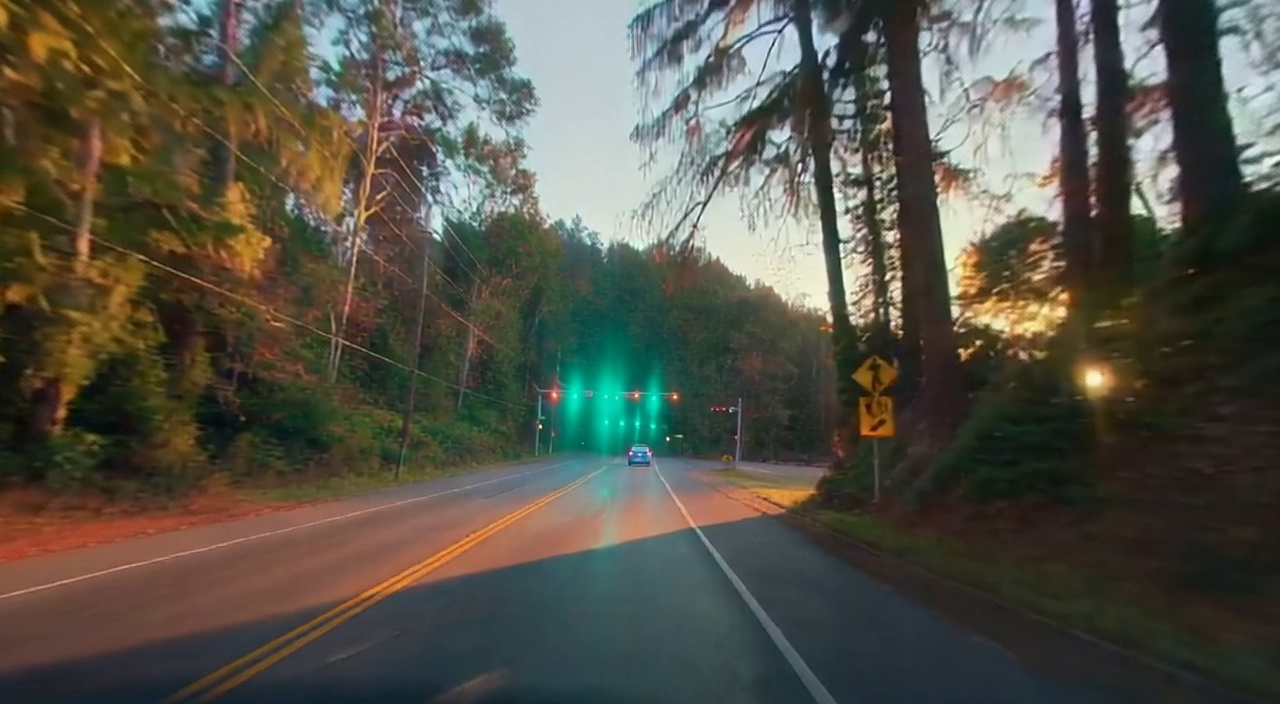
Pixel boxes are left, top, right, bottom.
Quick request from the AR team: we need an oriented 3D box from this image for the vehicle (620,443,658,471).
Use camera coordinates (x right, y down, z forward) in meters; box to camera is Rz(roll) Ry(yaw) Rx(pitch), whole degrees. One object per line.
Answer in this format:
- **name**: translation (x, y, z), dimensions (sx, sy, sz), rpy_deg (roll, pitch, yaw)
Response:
- **vehicle**: translation (-0.077, 5.952, 35.955), dimensions (2.042, 1.489, 3.963), rpy_deg (0, -9, 0)
